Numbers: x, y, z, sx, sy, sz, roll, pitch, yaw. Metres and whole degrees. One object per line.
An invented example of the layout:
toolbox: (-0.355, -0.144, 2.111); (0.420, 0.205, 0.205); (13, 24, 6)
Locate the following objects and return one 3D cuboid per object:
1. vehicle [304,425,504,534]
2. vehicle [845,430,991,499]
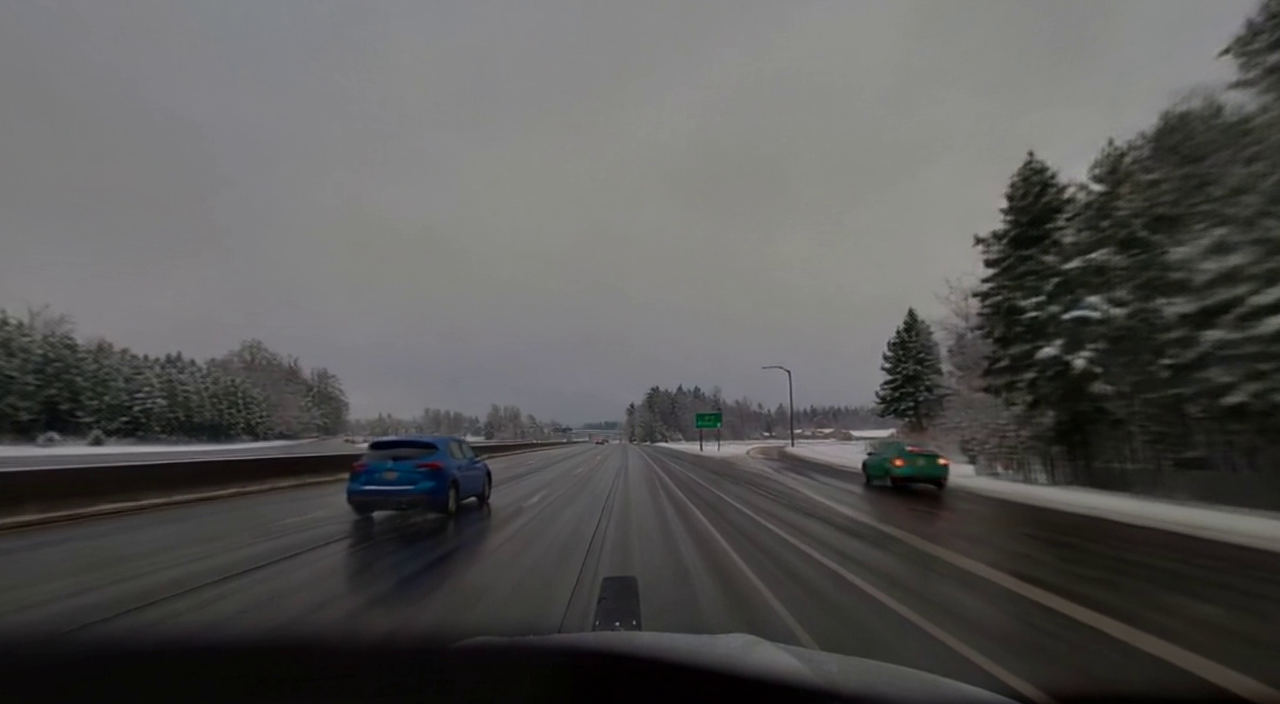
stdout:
vehicle: (-3.853, 2.122, 11.169); (2.008, 1.567, 3.959); (0, -8, 0)
vehicle: (7.355, 2.988, 17.324); (2.084, 1.614, 4.762); (-1, -8, 4)
